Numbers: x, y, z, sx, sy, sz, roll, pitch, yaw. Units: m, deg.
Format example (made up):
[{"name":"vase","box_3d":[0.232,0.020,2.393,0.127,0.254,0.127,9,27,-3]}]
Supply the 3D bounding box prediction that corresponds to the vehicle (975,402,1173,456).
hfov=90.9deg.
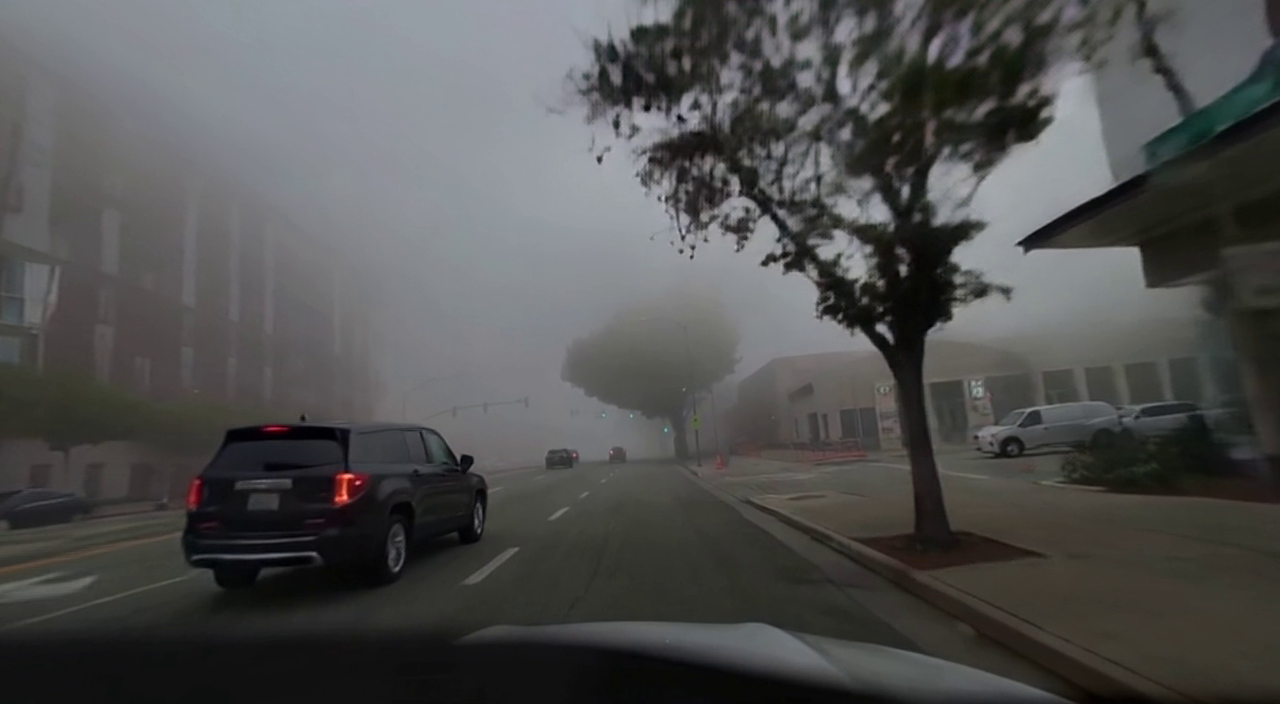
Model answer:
[{"name":"vehicle","box_3d":[13.229,2.403,19.446,4.573,1.532,1.983,0,-9,1]}]

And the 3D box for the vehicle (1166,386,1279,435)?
[{"name":"vehicle","box_3d":[24.800,2.506,26.046,1.903,1.700,4.934,0,-9,1]}]

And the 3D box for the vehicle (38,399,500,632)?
[{"name":"vehicle","box_3d":[-3.372,1.611,7.301,2.277,1.743,4.893,0,-9,1]}]

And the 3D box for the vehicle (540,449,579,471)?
[{"name":"vehicle","box_3d":[-5.725,7.717,45.322,2.030,1.488,4.650,-1,-9,2]}]
